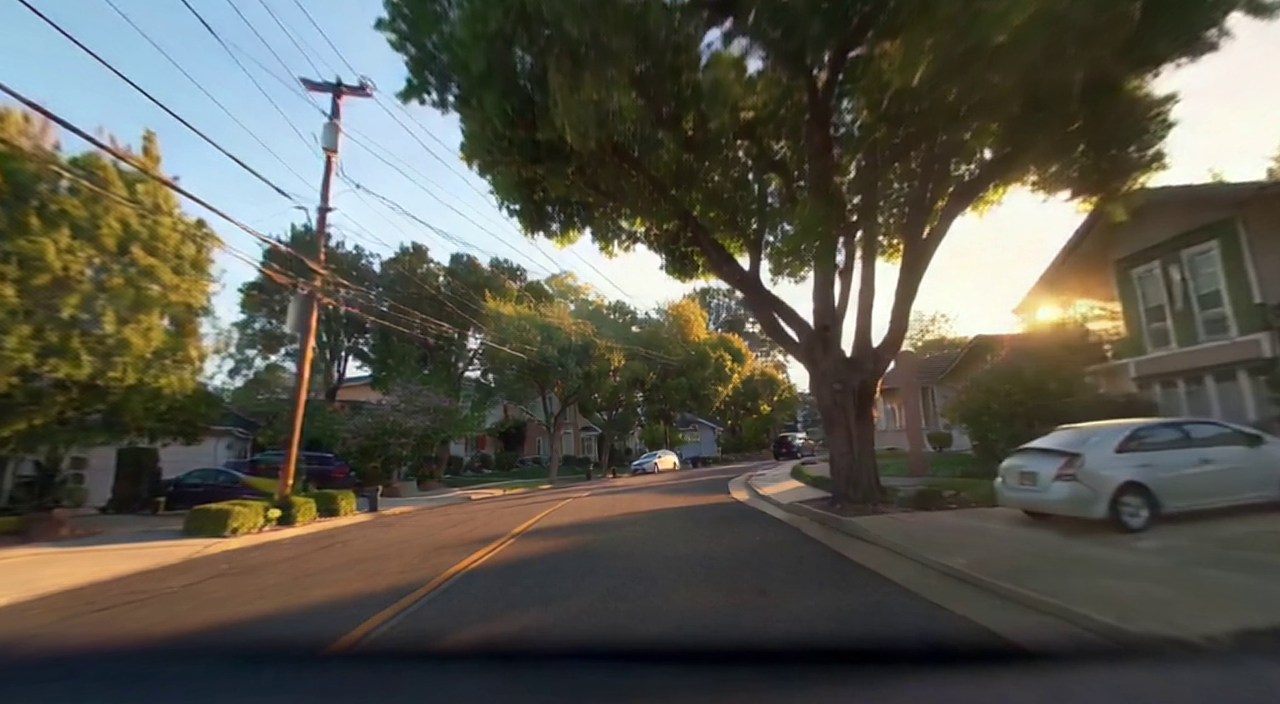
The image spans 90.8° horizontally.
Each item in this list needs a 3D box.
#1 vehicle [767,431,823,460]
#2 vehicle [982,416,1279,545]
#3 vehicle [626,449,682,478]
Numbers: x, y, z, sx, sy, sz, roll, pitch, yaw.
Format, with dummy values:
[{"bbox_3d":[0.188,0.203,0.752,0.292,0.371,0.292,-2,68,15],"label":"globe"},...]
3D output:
[{"bbox_3d":[11.250,6.723,45.572,2.086,1.974,4.890,-6,-10,36],"label":"vehicle"},{"bbox_3d":[7.710,1.889,9.640,3.846,1.725,1.920,0,-8,-3],"label":"vehicle"},{"bbox_3d":[1.069,8.109,46.180,2.039,1.949,4.511,-5,-10,32],"label":"vehicle"}]
